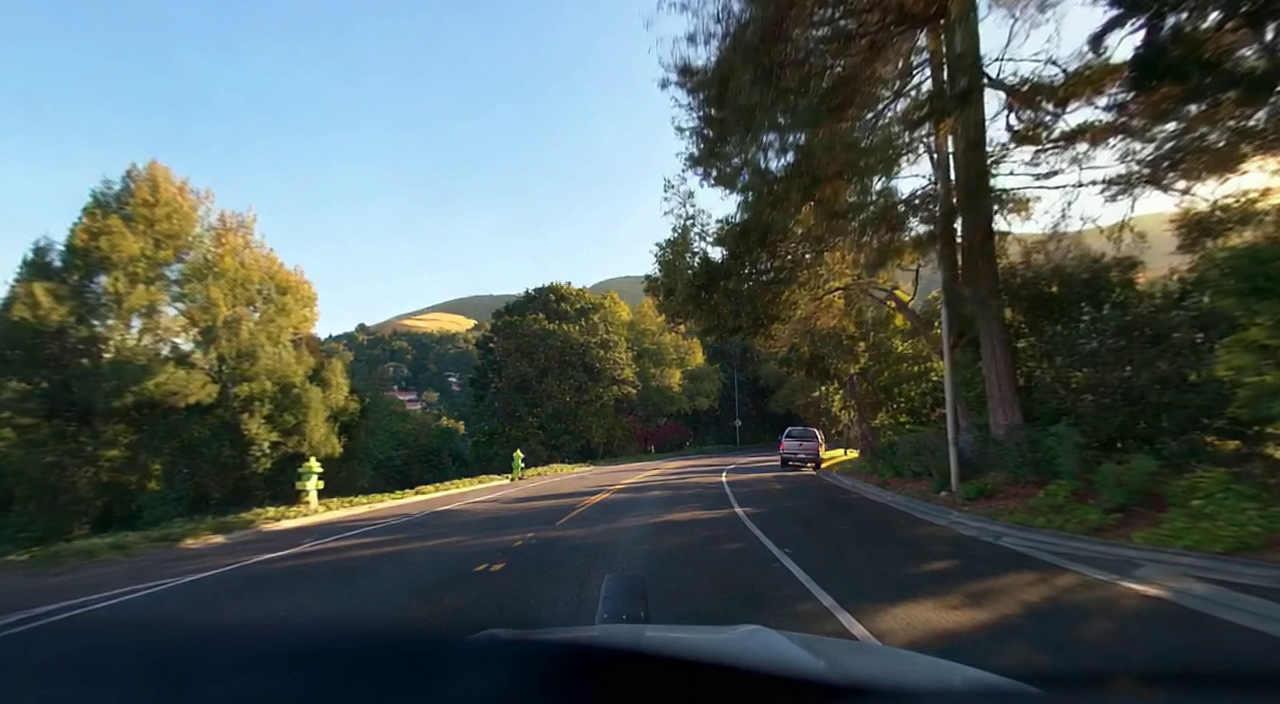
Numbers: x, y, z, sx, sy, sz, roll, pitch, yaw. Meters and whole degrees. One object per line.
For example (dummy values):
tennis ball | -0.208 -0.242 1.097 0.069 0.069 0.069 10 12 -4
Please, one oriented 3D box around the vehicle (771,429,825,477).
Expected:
vehicle | 6.573 4.167 26.437 1.992 1.817 4.467 -1 -8 12
